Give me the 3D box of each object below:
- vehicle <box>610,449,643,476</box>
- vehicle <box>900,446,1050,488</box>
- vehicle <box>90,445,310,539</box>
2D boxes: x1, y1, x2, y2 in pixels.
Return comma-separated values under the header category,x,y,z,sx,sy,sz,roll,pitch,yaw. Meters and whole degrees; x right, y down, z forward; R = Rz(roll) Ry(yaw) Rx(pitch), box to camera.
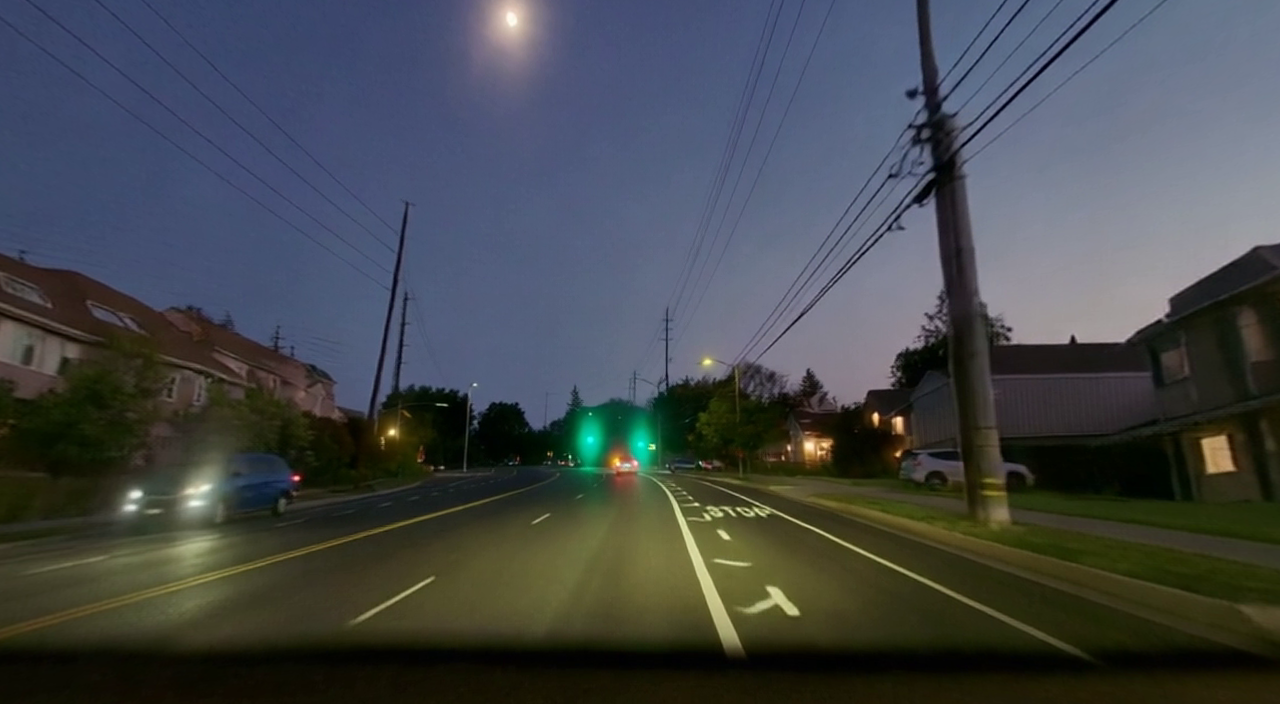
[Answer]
category,x,y,z,sx,sy,sz,roll,pitch,yaw
vehicle,-0.928,8.204,46.970,2.284,1.741,4.702,2,-8,1
vehicle,12.745,4.381,24.201,4.648,1.511,1.919,0,-8,-2
vehicle,-11.143,3.487,16.623,1.998,2.047,5.167,0,-8,0
